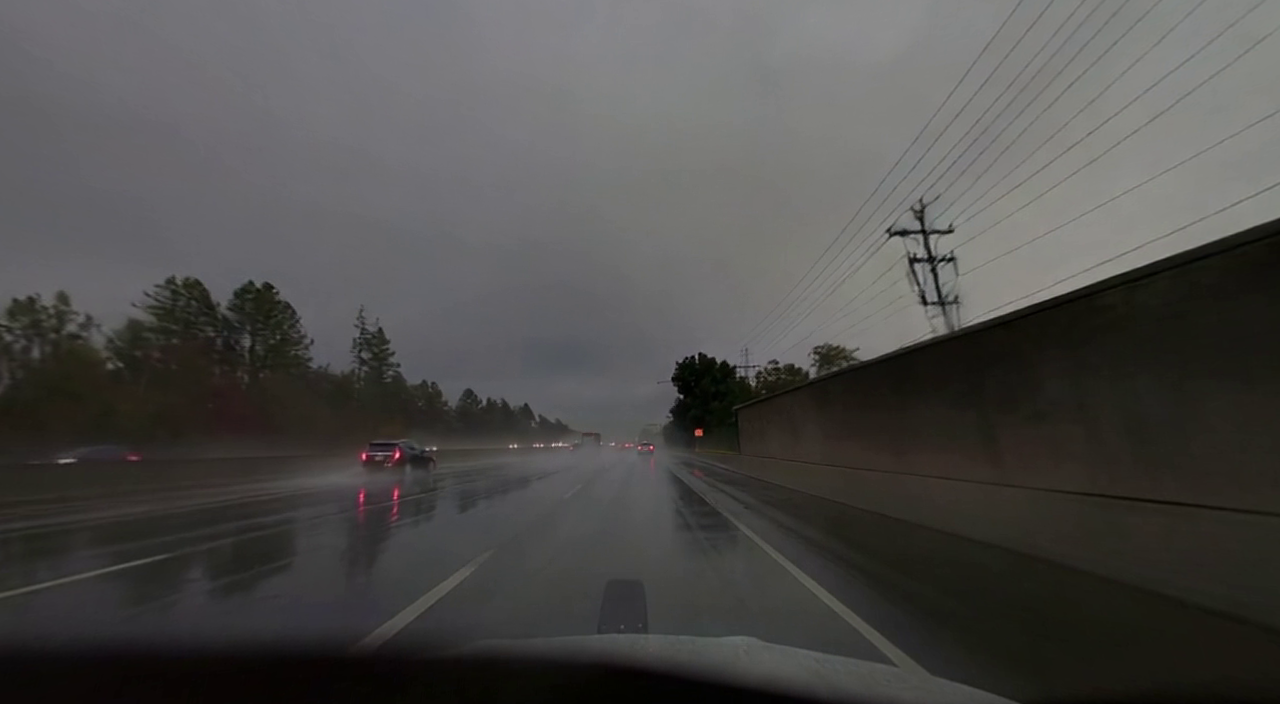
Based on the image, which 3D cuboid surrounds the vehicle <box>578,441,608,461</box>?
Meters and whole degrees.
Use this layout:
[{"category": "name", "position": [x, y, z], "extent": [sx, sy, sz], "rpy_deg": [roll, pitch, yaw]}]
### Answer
[{"category": "vehicle", "position": [-3.614, 7.741, 49.156], "extent": [2.046, 1.478, 4.111], "rpy_deg": [0, -8, 0]}]

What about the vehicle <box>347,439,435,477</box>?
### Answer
[{"category": "vehicle", "position": [-10.924, 4.663, 27.946], "extent": [1.955, 1.496, 4.732], "rpy_deg": [0, -8, 1]}]
